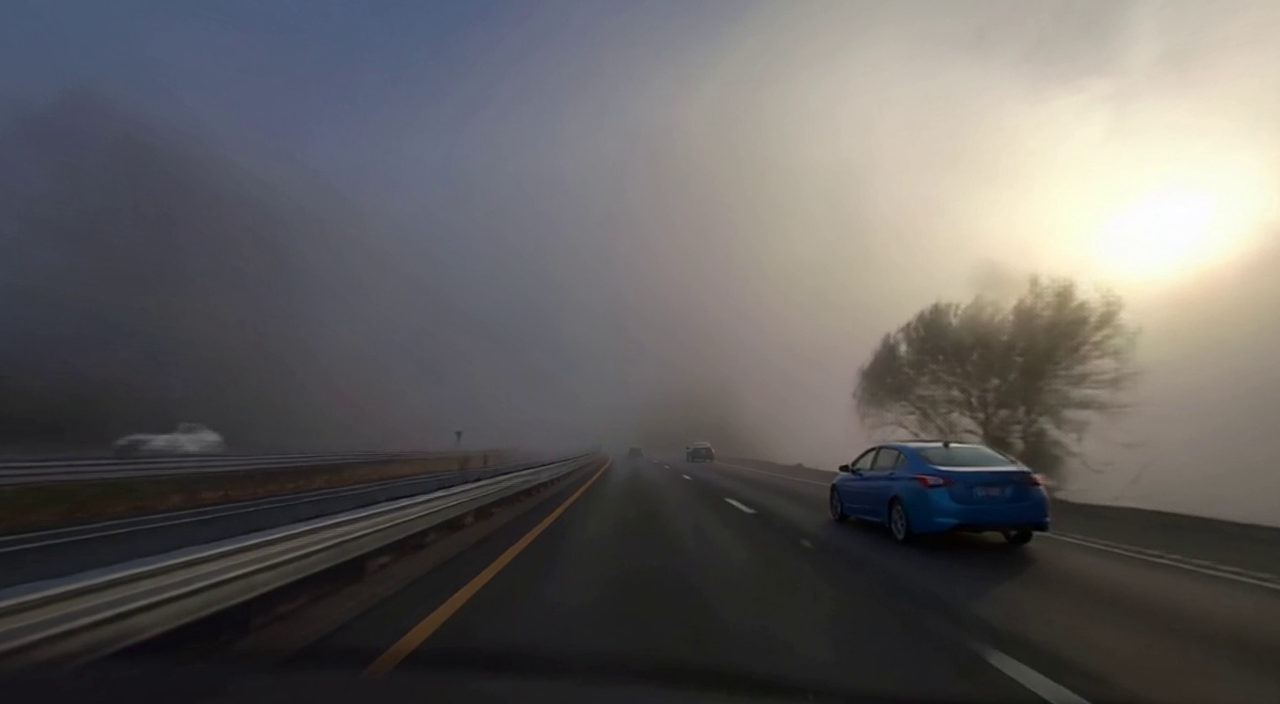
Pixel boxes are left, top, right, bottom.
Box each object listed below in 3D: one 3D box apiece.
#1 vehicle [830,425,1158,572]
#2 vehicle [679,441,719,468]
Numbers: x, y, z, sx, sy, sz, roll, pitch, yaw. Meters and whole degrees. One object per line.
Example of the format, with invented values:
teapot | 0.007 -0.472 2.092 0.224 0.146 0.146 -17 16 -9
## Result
vehicle | 4.374 1.853 8.772 2.072 1.528 4.176 0 -8 -1
vehicle | 3.504 6.163 37.930 1.945 1.538 3.729 0 -8 -2
